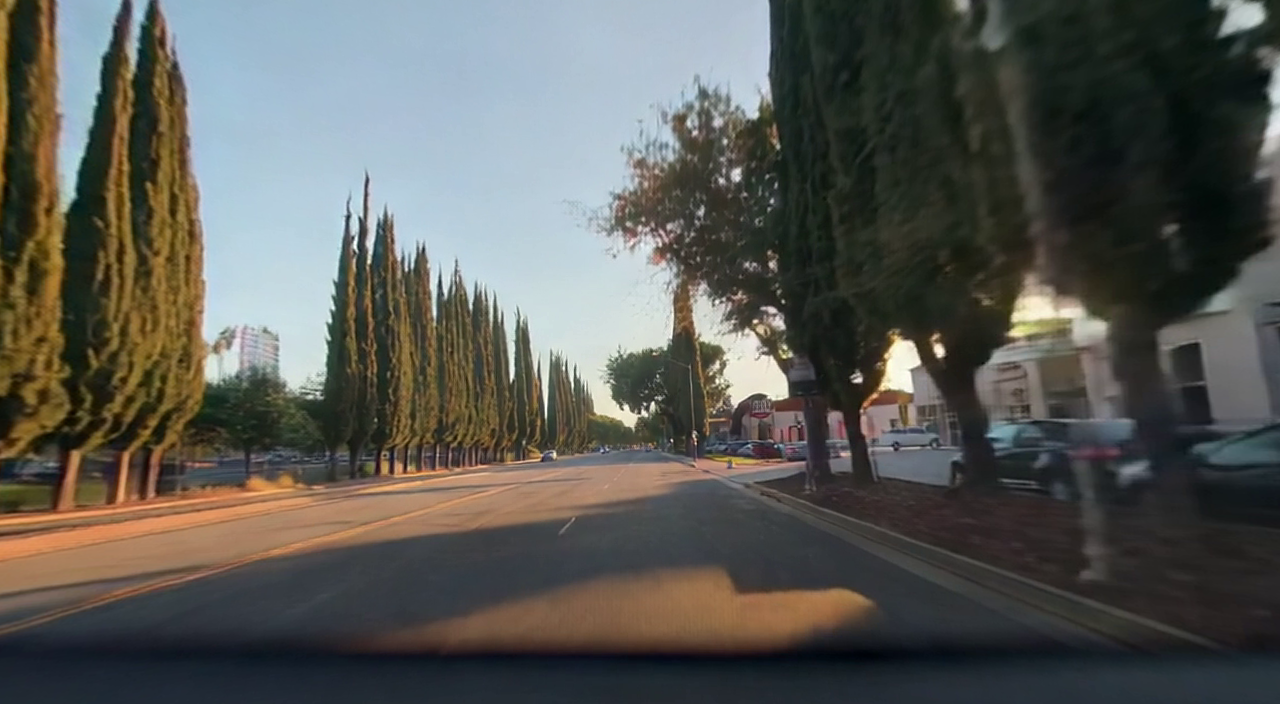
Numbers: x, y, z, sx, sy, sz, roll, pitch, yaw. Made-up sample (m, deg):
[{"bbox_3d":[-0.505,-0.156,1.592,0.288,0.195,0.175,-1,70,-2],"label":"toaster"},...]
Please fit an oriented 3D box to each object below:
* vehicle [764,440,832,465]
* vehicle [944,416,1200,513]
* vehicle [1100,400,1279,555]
[{"bbox_3d":[11.290,7.221,45.267,4.361,1.462,1.857,-3,-11,1],"label":"vehicle"},{"bbox_3d":[7.899,2.122,12.180,2.004,1.498,4.208,-1,-9,1],"label":"vehicle"},{"bbox_3d":[7.704,1.328,6.750,1.896,1.615,4.778,-1,-10,0],"label":"vehicle"}]
